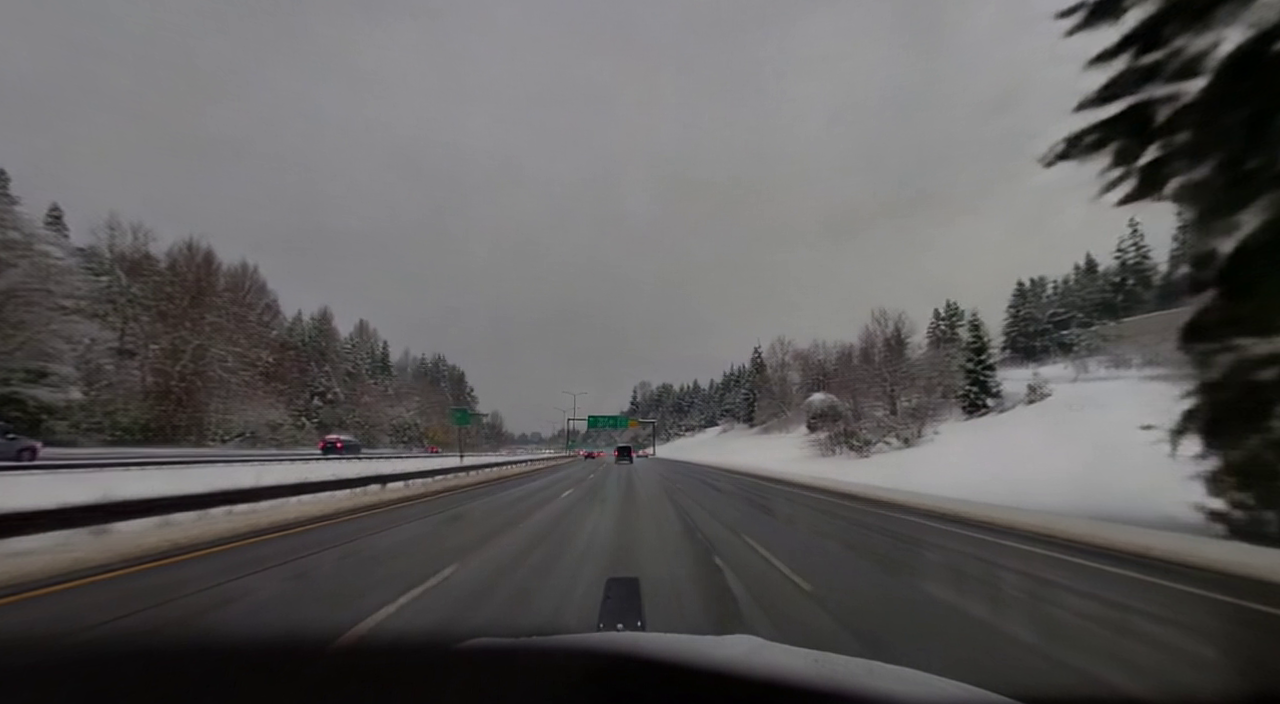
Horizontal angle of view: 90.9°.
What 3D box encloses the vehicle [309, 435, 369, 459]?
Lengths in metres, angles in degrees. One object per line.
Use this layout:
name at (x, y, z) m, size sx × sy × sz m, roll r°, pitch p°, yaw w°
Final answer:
vehicle at (-19.714, 6.286, 41.523) m, size 1.901 × 1.465 × 4.173 m, roll 0°, pitch -9°, yaw 0°
